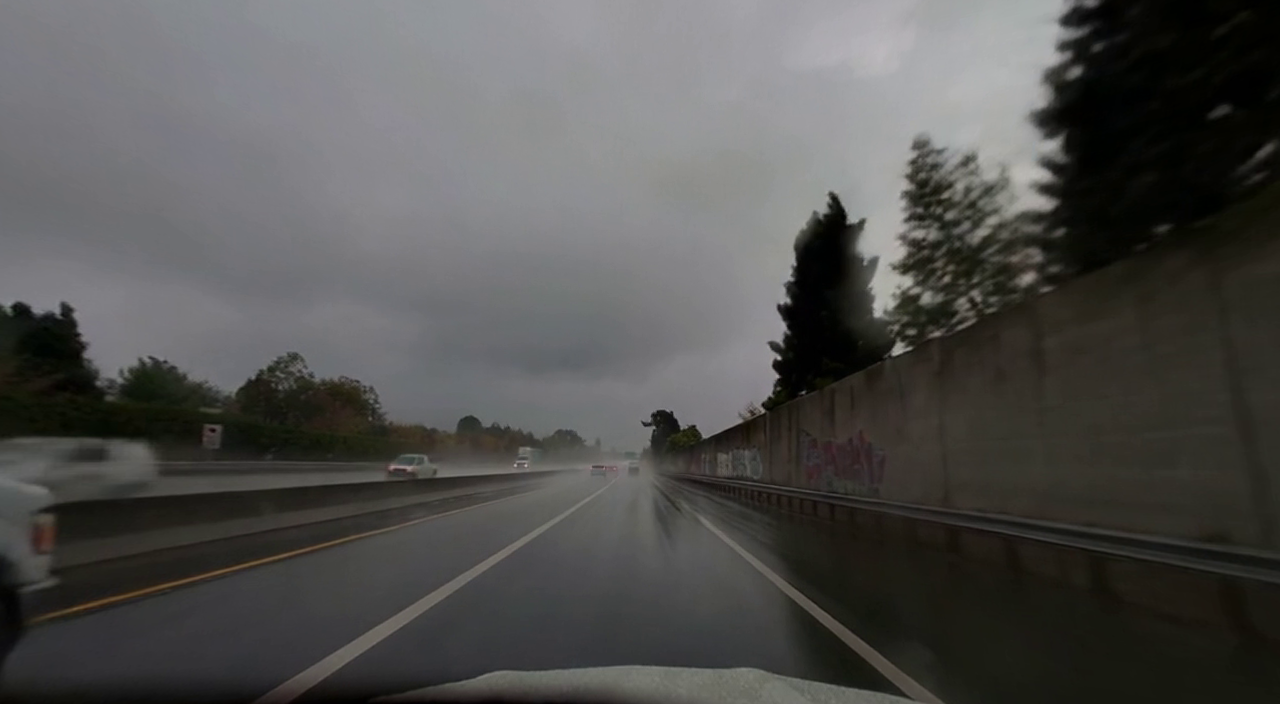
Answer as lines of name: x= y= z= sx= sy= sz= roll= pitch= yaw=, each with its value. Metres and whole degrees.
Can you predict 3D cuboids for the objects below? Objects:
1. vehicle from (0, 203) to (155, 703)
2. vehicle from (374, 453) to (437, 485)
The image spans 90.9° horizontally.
vehicle: x=-4.254 y=0.114 z=0.667 sx=2.597 sy=2.434 sz=6.020 roll=1 pitch=-11 yaw=-1
vehicle: x=-13.404 y=6.757 z=36.306 sx=1.927 sy=1.666 sz=4.412 roll=1 pitch=-11 yaw=0
